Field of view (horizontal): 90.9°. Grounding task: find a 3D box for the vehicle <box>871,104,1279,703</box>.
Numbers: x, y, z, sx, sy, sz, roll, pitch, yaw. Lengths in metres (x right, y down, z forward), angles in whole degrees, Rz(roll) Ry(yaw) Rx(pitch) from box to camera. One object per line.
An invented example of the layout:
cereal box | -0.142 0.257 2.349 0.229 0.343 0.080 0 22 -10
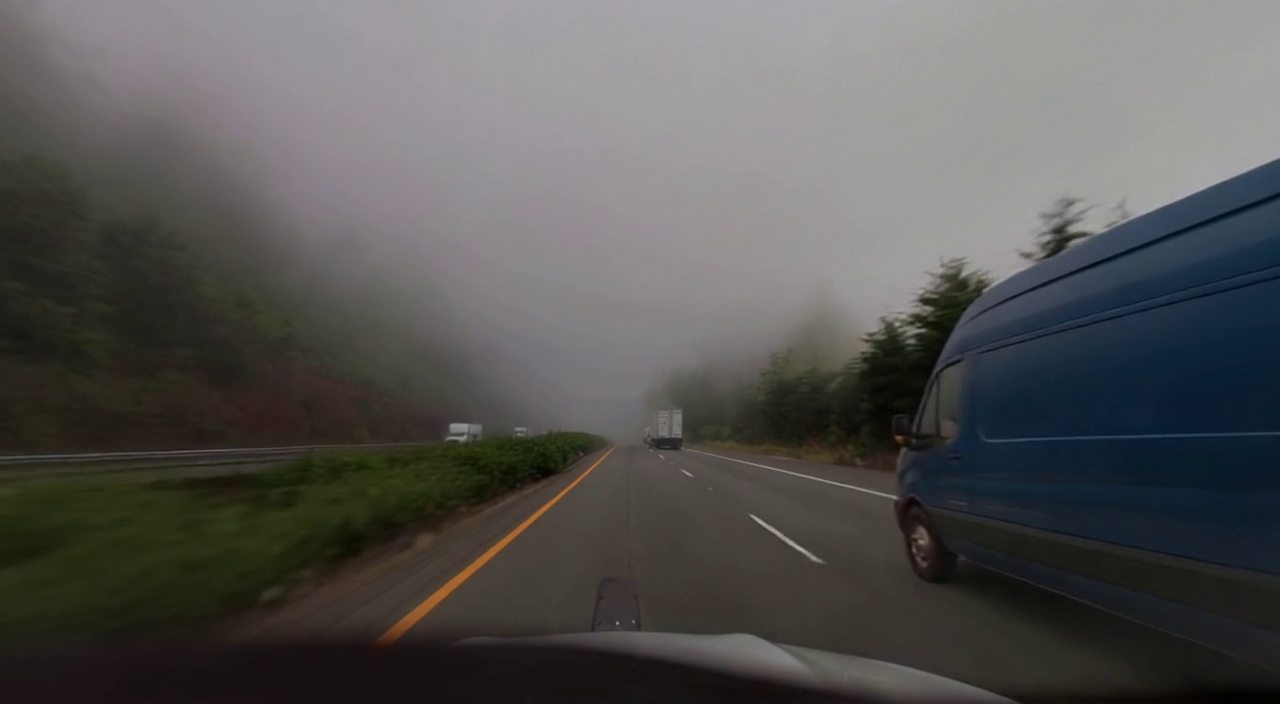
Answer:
vehicle | 3.712 0.479 3.287 2.570 2.596 6.082 0 -8 -1
